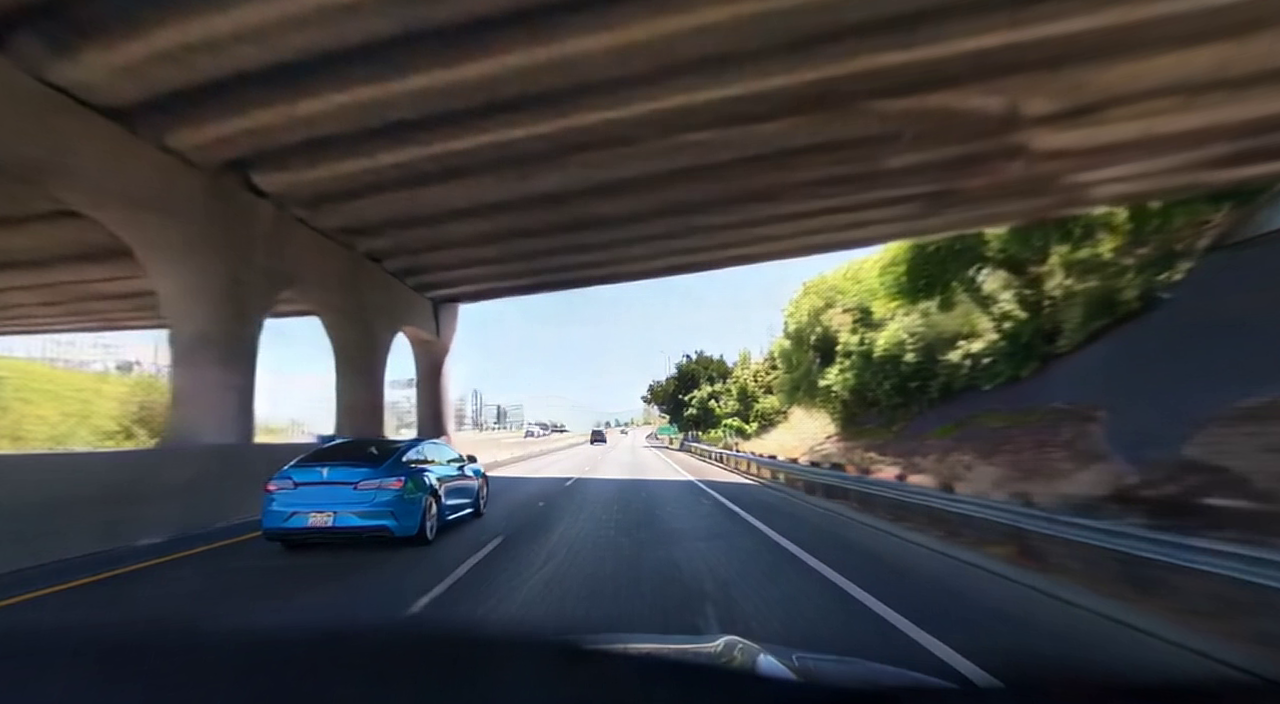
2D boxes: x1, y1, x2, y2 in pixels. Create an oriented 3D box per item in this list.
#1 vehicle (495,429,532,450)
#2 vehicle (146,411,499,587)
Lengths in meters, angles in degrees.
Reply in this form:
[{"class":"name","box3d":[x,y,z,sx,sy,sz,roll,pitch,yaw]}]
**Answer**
[{"class":"vehicle","box3d":[-9.381,6.527,47.049,2.016,1.432,3.691,0,-8,0]},{"class":"vehicle","box3d":[-3.345,1.614,7.951,2.108,1.555,4.574,0,-8,-1]}]
